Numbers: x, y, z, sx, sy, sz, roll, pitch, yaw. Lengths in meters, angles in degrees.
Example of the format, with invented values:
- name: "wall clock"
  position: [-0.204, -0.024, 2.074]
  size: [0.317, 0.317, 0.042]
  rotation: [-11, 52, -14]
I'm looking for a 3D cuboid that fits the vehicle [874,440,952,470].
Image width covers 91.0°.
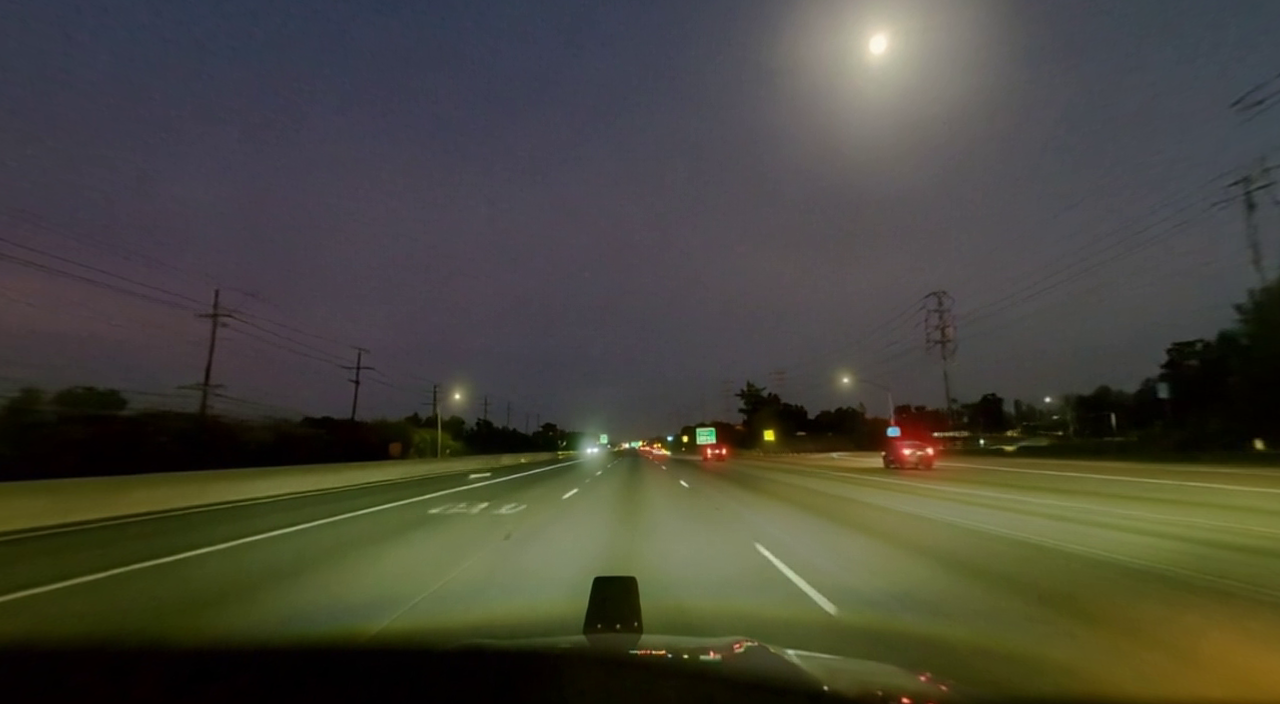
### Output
- name: "vehicle"
  position: [14.569, 5.511, 33.873]
  size: [2.089, 1.484, 4.573]
  rotation: [0, -9, -1]
